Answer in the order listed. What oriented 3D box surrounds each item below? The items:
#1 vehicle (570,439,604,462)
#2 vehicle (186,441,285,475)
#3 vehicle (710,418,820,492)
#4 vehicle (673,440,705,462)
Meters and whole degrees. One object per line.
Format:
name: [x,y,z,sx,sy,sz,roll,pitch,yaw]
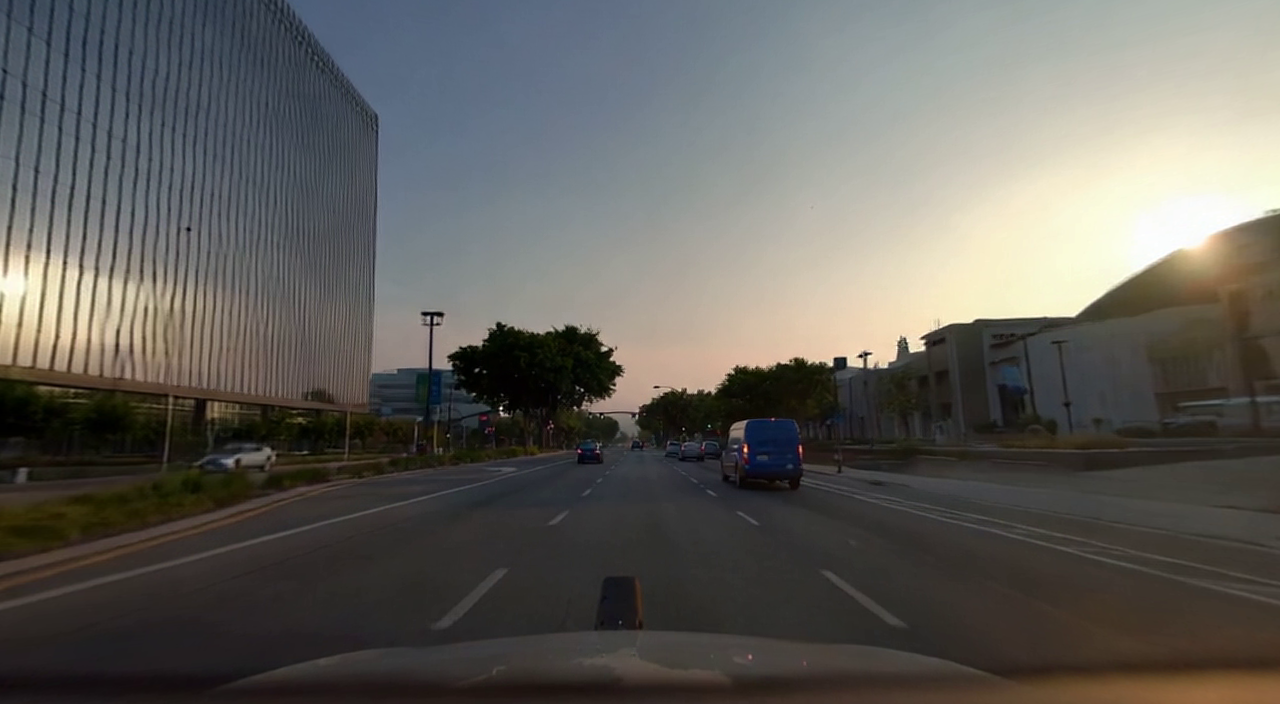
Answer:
vehicle: [-3.543,6.709,42.822,1.864,1.464,4.195,0,-9,1]
vehicle: [-19.909,5.224,31.250,1.836,1.512,4.493,0,-8,1]
vehicle: [3.558,3.070,19.067,2.200,1.914,5.145,0,-9,-1]
vehicle: [3.405,6.958,44.285,1.867,1.493,4.190,0,-9,-1]
